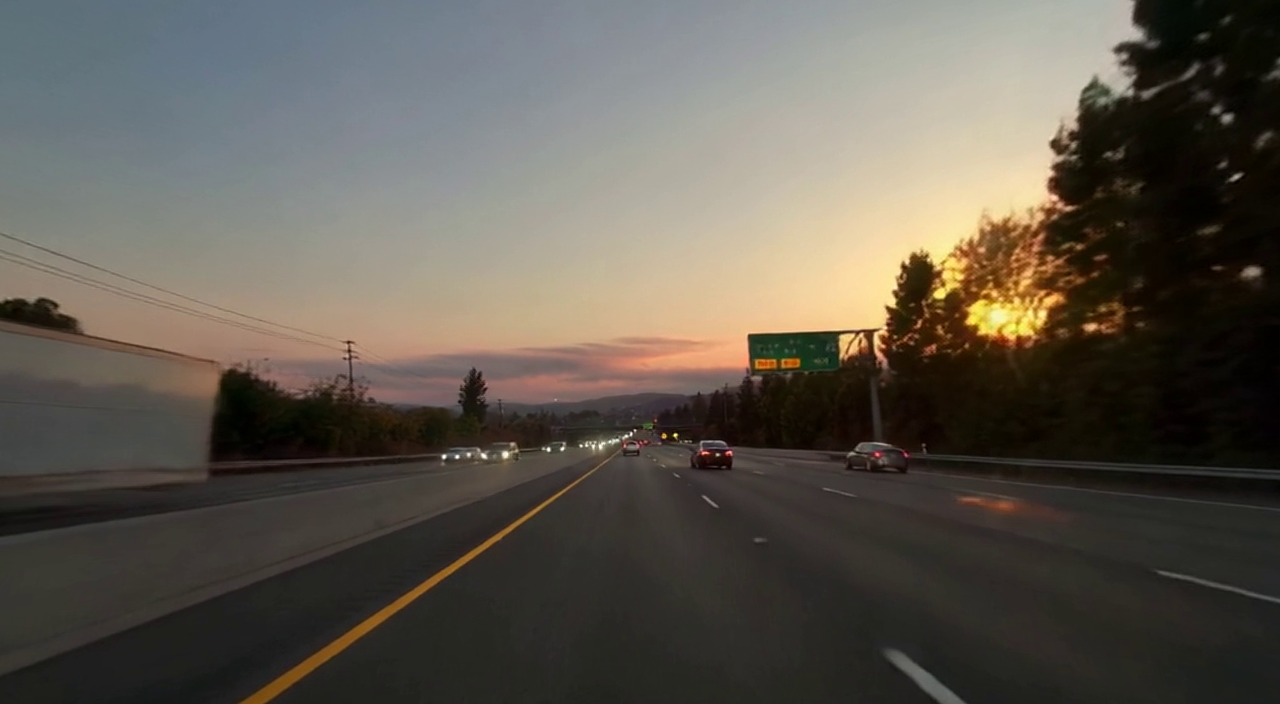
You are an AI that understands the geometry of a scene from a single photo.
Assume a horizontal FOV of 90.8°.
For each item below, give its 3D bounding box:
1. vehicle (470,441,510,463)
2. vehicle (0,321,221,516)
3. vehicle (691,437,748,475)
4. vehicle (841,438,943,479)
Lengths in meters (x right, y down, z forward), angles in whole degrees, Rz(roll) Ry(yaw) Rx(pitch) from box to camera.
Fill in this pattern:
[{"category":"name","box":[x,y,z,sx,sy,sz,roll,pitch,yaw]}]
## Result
[{"category":"vehicle","box":[-11.610,7.757,49.324,2.001,1.604,4.568,0,-8,0]},{"category":"vehicle","box":[-15.115,1.234,12.131,3.082,4.100,16.527,0,-8,-1]},{"category":"vehicle","box":[3.633,4.843,29.663,2.018,1.600,4.121,0,-8,-2]},{"category":"vehicle","box":[10.256,4.356,26.228,1.987,1.502,5.130,0,-8,-1]}]
